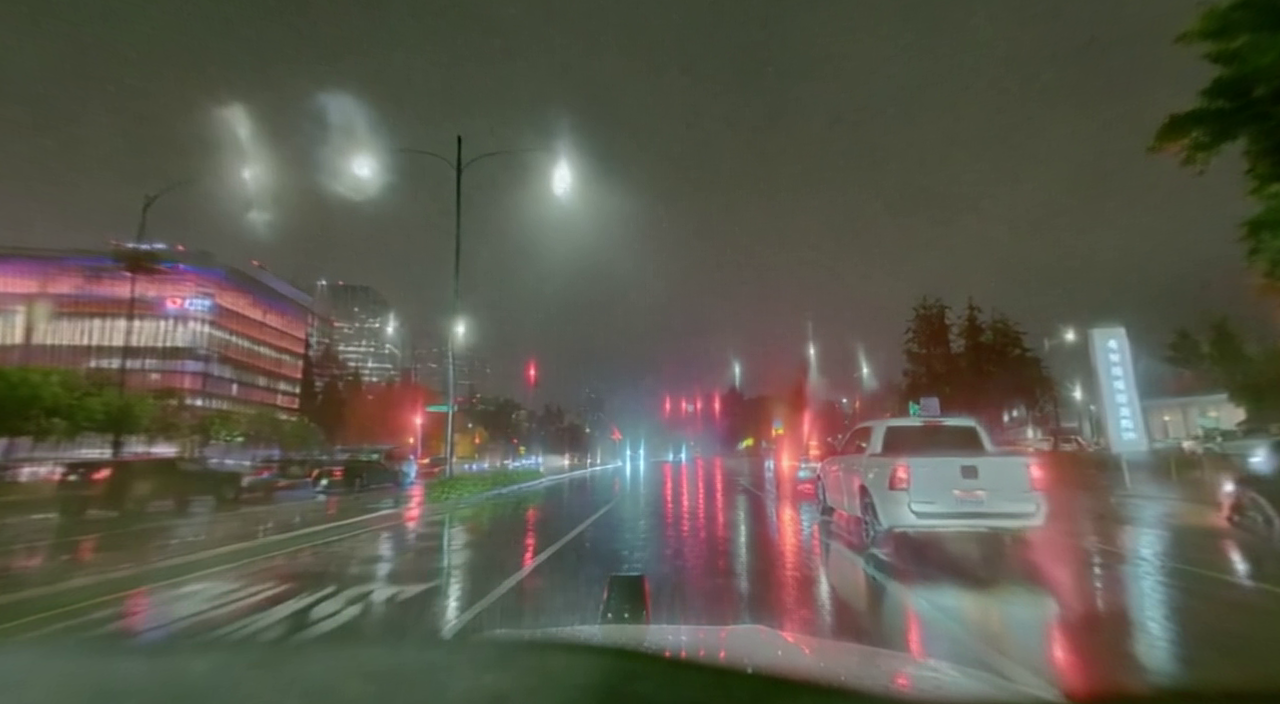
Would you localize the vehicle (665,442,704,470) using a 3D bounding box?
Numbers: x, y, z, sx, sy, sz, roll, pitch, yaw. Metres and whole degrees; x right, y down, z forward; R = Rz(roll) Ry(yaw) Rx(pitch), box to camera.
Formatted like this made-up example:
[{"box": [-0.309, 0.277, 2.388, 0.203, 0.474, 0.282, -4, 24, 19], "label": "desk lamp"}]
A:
[{"box": [2.529, 5.799, 35.259, 2.059, 1.477, 3.988, -1, -8, 5], "label": "vehicle"}]

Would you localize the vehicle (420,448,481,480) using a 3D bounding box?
[{"box": [-9.616, 5.697, 32.380, 1.884, 1.456, 4.356, 0, -8, -2], "label": "vehicle"}]

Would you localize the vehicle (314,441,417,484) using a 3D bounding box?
[{"box": [-13.446, 5.440, 31.463, 2.337, 1.895, 5.872, -1, -8, 2], "label": "vehicle"}]

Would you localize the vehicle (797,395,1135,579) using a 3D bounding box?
[{"box": [3.835, 1.700, 8.770, 2.282, 1.797, 4.924, -1, -8, 3], "label": "vehicle"}]

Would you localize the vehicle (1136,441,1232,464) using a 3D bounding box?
[{"box": [38.851, 7.189, 45.114, 4.775, 1.529, 1.992, -2, -8, 6], "label": "vehicle"}]

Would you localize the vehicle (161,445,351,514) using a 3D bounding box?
[{"box": [-10.093, 3.337, 17.097, 2.047, 1.572, 4.472, -1, -8, 5], "label": "vehicle"}]

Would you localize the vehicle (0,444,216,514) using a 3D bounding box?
[{"box": [-16.740, 3.915, 20.201, 2.200, 1.884, 5.653, 0, -8, 2], "label": "vehicle"}]

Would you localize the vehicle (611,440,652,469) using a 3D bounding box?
[{"box": [-0.451, 6.234, 38.504, 2.057, 1.678, 4.639, -1, -8, 5], "label": "vehicle"}]
